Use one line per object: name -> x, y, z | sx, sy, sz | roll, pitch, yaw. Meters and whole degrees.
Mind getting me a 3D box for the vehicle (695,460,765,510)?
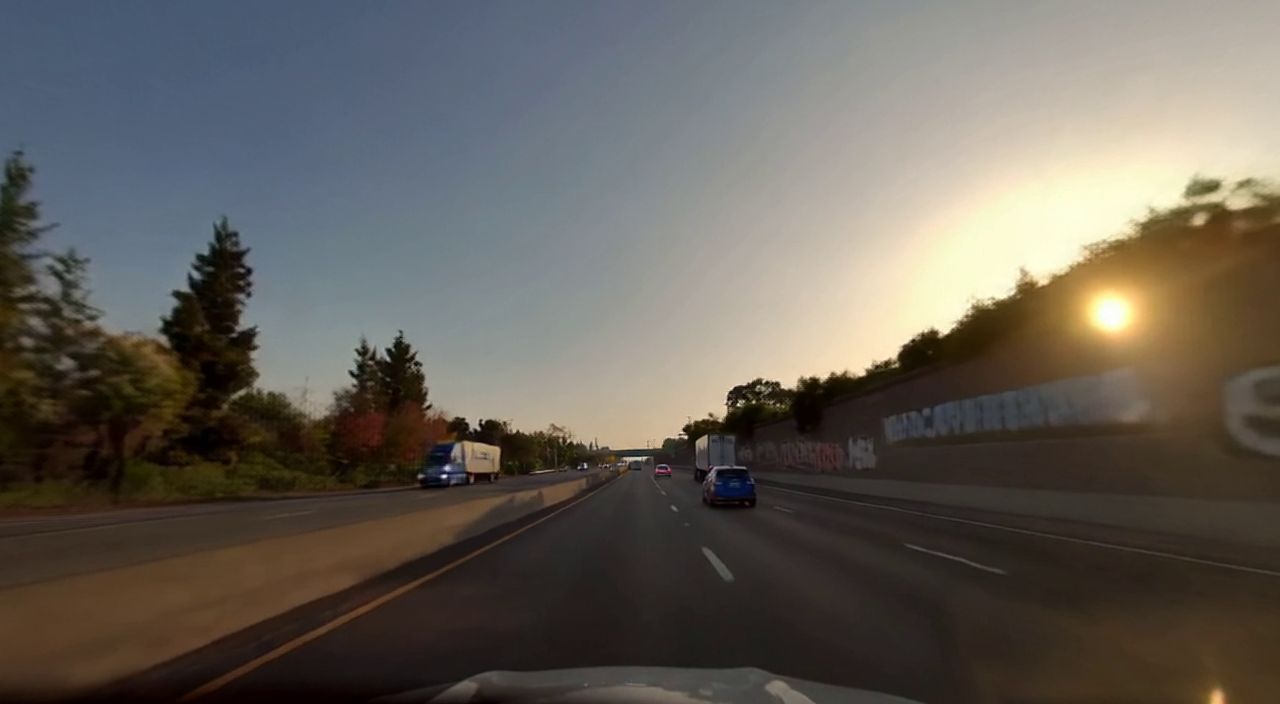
vehicle -> 3.140, 4.730, 22.725 | 2.011, 1.574, 3.512 | 2, -10, 0
